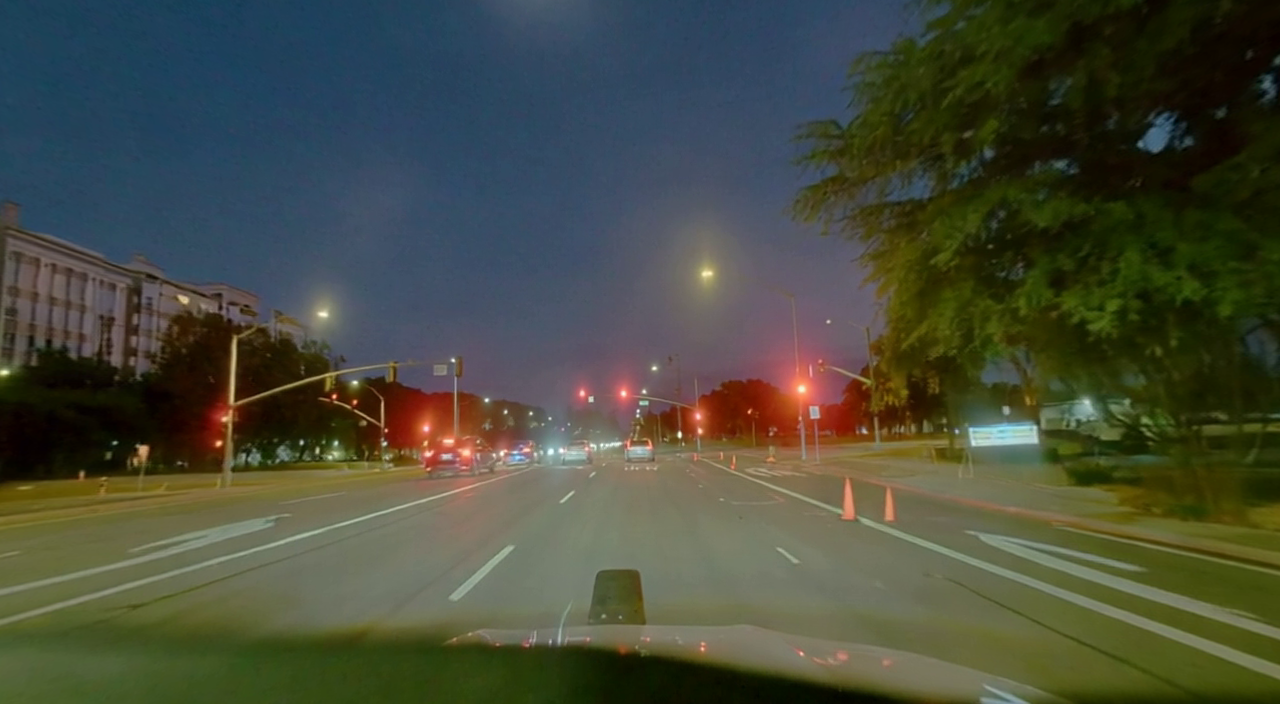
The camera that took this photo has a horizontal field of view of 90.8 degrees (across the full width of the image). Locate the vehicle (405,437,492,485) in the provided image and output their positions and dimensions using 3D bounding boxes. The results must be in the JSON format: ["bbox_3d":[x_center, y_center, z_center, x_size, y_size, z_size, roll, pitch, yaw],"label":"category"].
[{"bbox_3d":[-6.876,3.942,23.108,1.869,1.570,4.064,0,-8,0],"label":"vehicle"}]

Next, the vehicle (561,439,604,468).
[{"bbox_3d":[-3.109,5.574,34.816,1.946,1.437,4.154,0,-8,1],"label":"vehicle"}]

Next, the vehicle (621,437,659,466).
[{"bbox_3d":[-0.002,5.513,35.158,1.985,1.521,3.968,0,-8,1],"label":"vehicle"}]

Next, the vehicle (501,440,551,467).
[{"bbox_3d":[-6.654,5.995,37.445,2.074,1.447,4.224,0,-8,2],"label":"vehicle"}]
